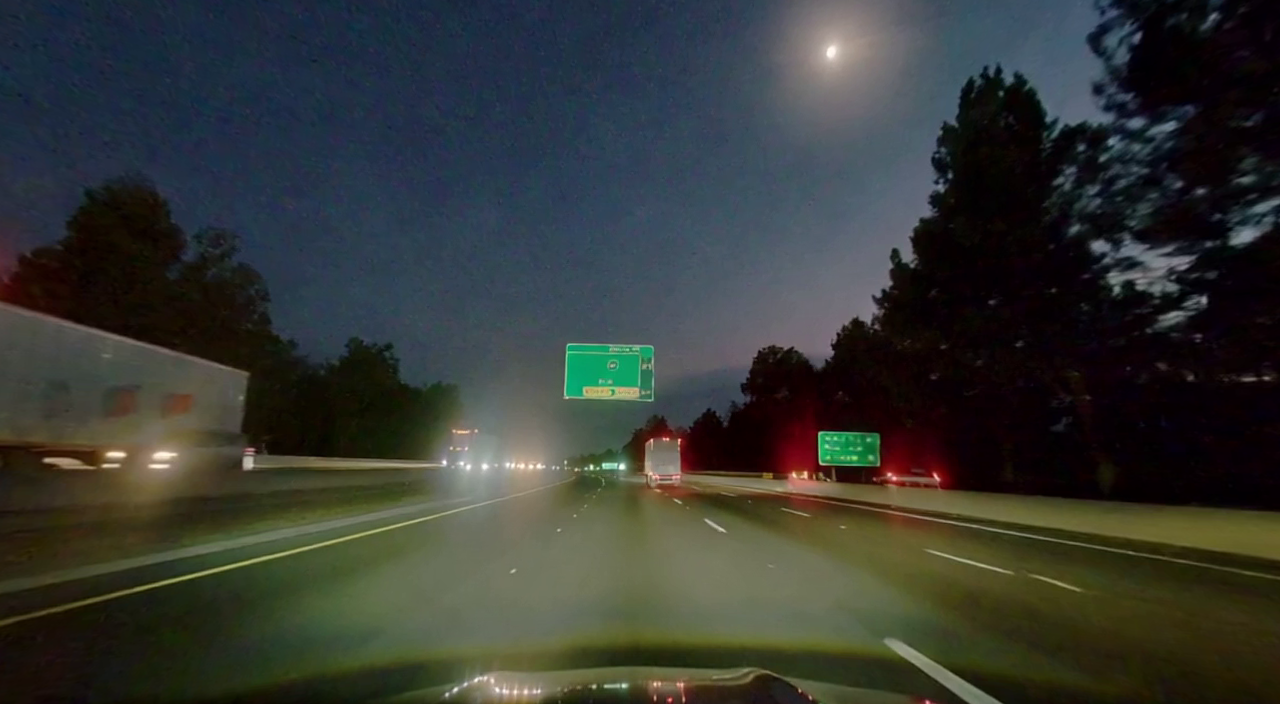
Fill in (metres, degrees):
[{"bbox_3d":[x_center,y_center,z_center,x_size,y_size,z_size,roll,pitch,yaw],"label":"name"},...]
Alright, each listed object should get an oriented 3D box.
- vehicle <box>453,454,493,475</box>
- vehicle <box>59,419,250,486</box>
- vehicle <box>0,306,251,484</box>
[{"bbox_3d":[-12.767,8.667,48.480,1.949,1.465,4.211,1,-11,-1],"label":"vehicle"},{"bbox_3d":[-12.309,2.659,16.392,1.741,1.478,4.057,1,-11,-1],"label":"vehicle"},{"bbox_3d":[-16.088,1.365,16.515,2.841,3.975,14.213,1,-11,-1],"label":"vehicle"}]
